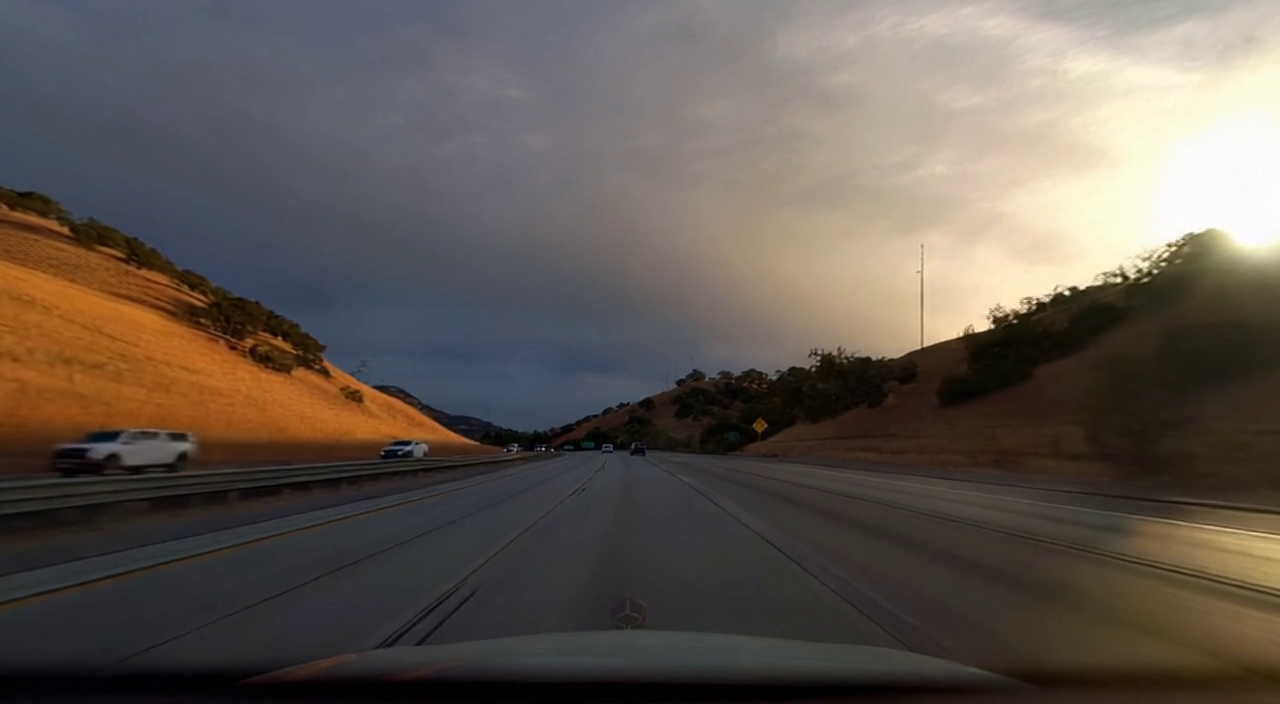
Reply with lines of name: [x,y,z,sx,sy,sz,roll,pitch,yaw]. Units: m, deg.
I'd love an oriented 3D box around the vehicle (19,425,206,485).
vehicle: [-17.784,3.501,21.714,2.130,1.800,4.990,0,-8,0]

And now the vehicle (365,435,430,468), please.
vehicle: [-14.359,5.908,37.645,2.104,1.809,4.539,0,-8,-1]
